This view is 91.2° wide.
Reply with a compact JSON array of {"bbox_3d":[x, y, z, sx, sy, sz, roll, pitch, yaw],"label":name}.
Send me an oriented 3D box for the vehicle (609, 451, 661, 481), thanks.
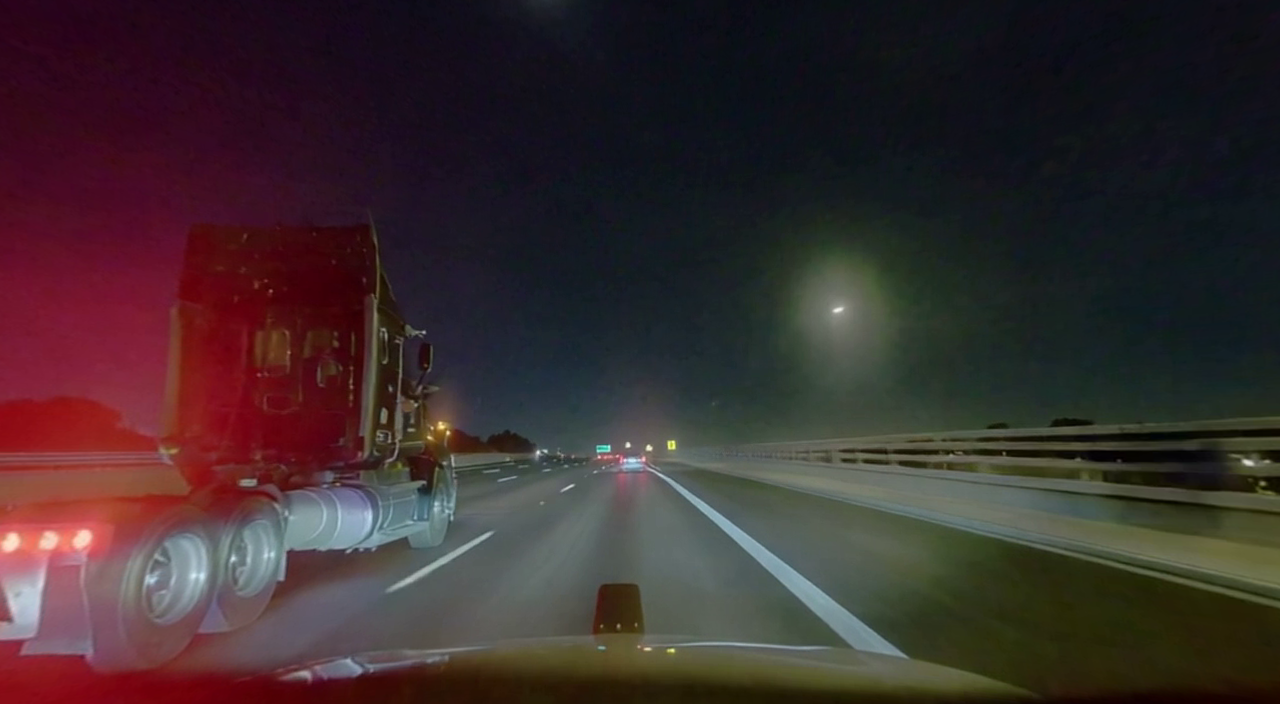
[{"bbox_3d":[-0.286,5.709,31.783,2.398,1.336,5.698,0,-9,-1],"label":"vehicle"}]
